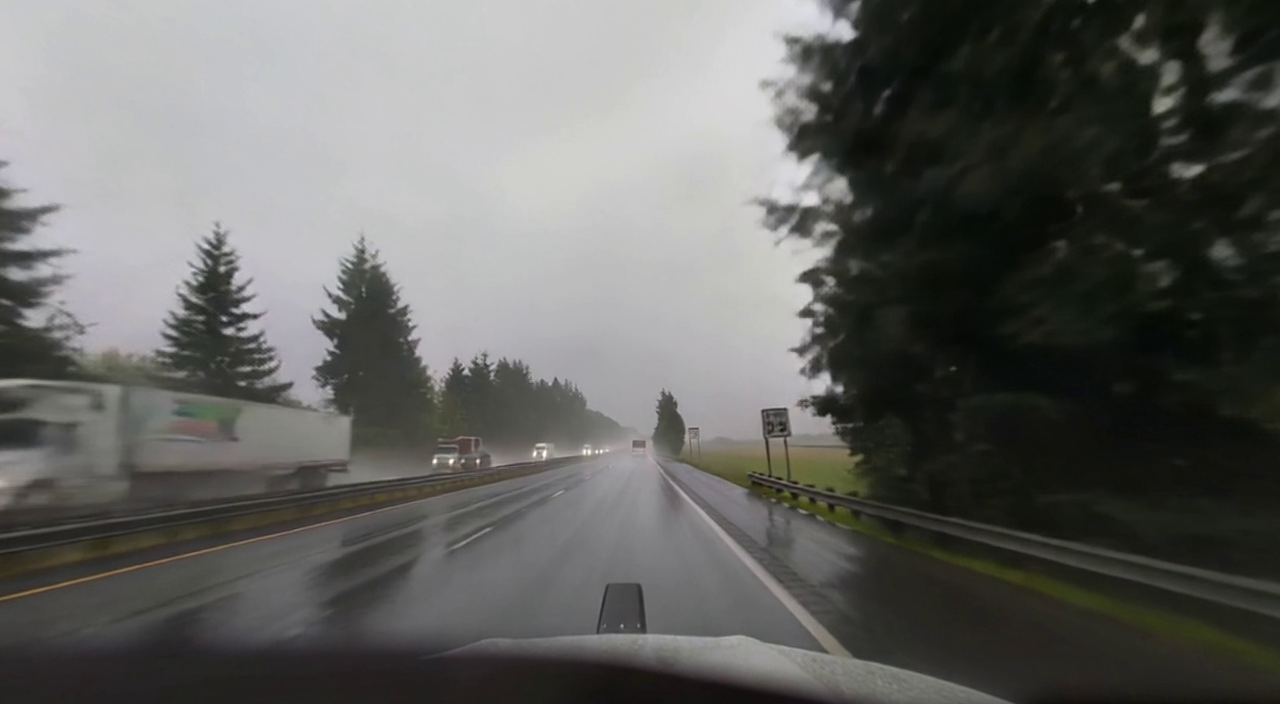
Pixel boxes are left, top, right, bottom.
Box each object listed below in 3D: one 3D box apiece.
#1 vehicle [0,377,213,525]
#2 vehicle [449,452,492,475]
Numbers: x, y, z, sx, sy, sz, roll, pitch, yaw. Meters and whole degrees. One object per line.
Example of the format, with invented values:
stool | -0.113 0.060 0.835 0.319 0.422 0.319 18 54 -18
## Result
vehicle | -17.044 3.076 19.746 3.017 3.899 5.910 0 -9 0
vehicle | -12.240 8.065 45.772 1.903 1.592 4.451 0 -9 0
